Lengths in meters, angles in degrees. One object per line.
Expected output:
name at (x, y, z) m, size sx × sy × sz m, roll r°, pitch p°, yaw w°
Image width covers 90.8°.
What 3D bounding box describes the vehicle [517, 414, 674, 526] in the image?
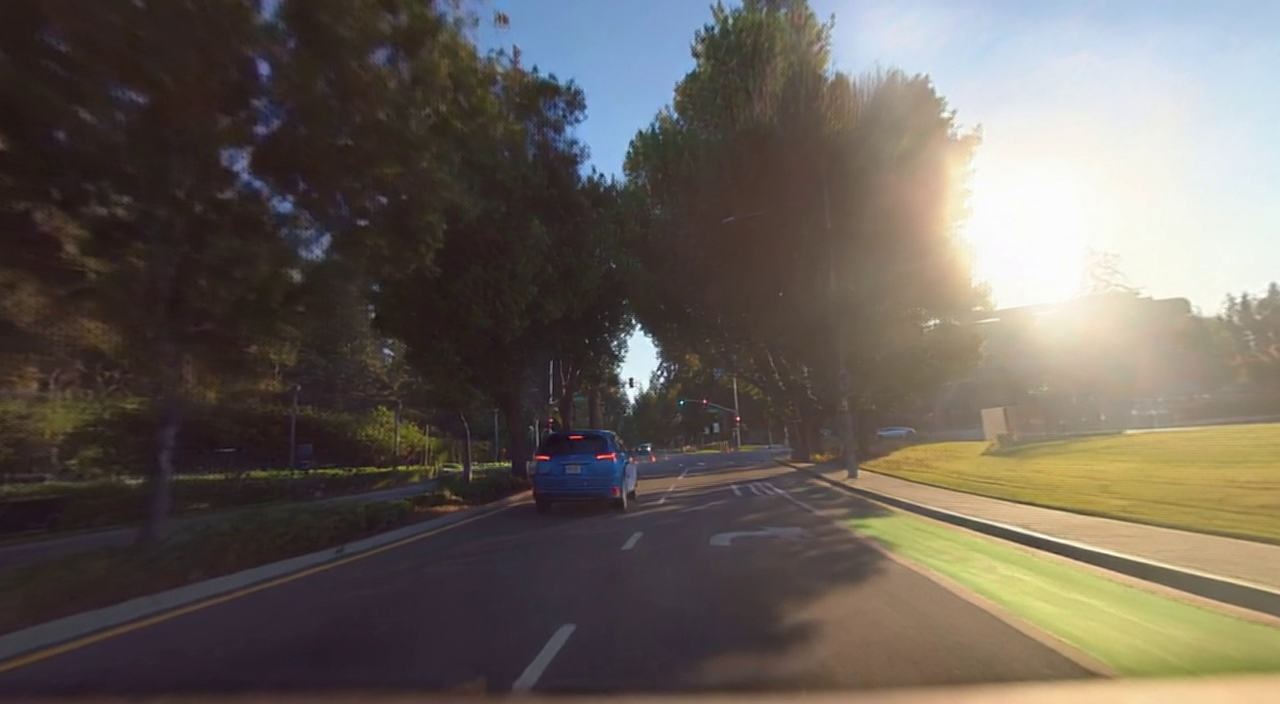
vehicle at (-0.651, 2.327, 12.851) m, size 2.339 × 1.790 × 4.629 m, roll -3°, pitch -9°, yaw 6°
